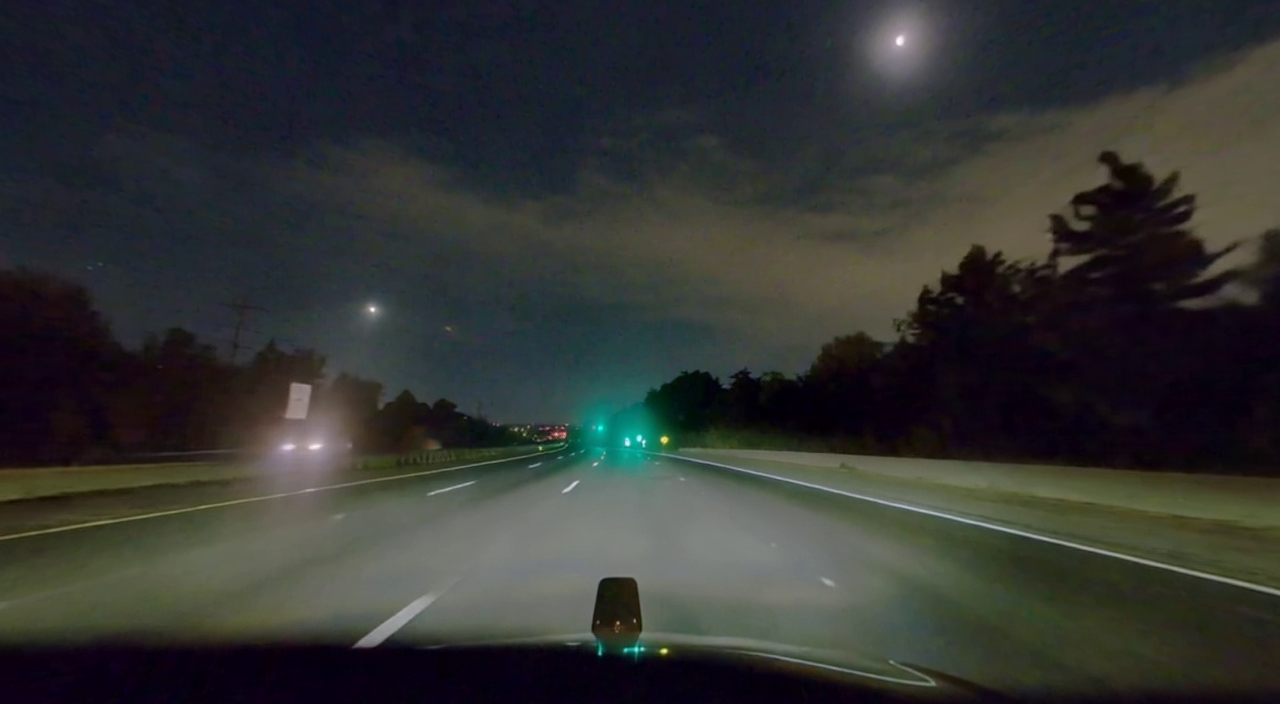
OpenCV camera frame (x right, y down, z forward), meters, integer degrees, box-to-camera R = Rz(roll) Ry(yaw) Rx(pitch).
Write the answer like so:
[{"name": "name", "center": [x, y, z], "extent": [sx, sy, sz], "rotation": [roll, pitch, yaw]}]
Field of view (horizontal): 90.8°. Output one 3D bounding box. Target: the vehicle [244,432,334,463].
[{"name": "vehicle", "center": [-18.833, 5.152, 34.252], "extent": [1.945, 1.542, 5.162], "rotation": [0, -8, 0]}]
